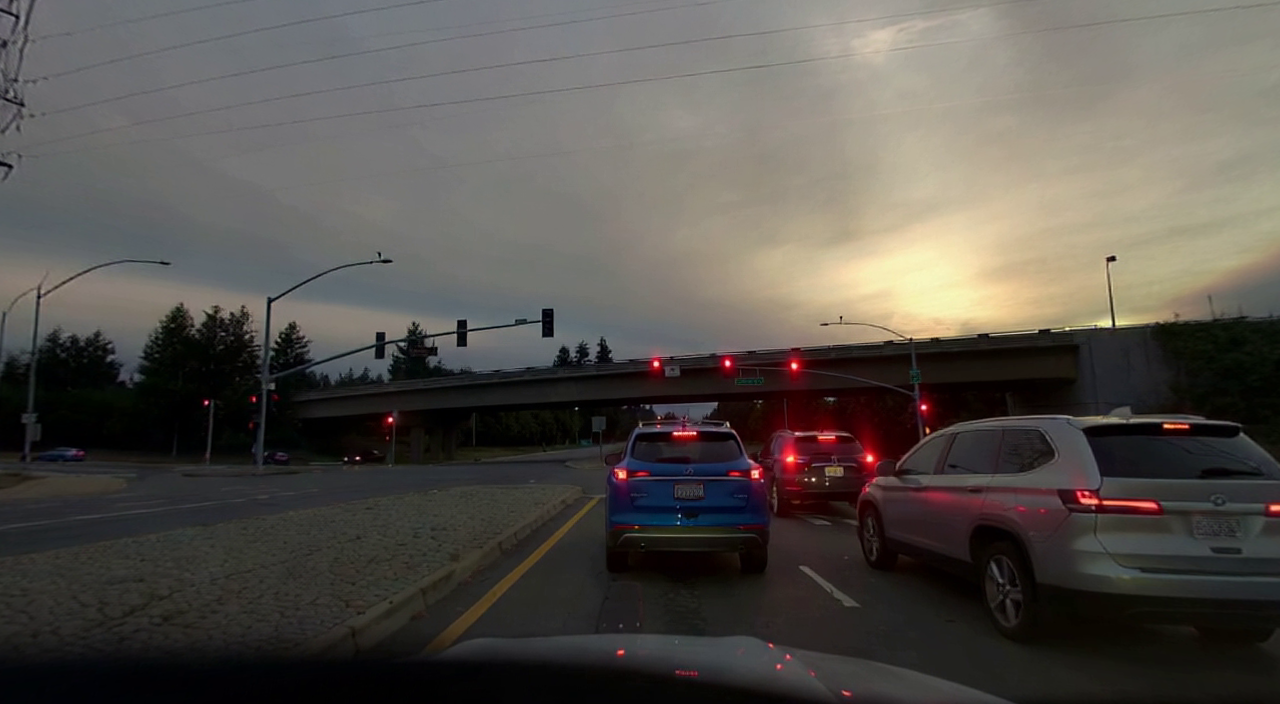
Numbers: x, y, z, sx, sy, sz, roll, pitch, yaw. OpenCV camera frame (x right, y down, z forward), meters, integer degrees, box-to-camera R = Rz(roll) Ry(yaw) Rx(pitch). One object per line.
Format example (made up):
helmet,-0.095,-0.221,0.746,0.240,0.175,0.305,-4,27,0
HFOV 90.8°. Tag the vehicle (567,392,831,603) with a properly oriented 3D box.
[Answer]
vehicle,0.451,1.552,7.612,2.240,1.778,4.335,0,-8,-1

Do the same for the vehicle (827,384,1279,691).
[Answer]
vehicle,3.406,1.339,5.790,1.990,1.649,4.625,0,-8,1
